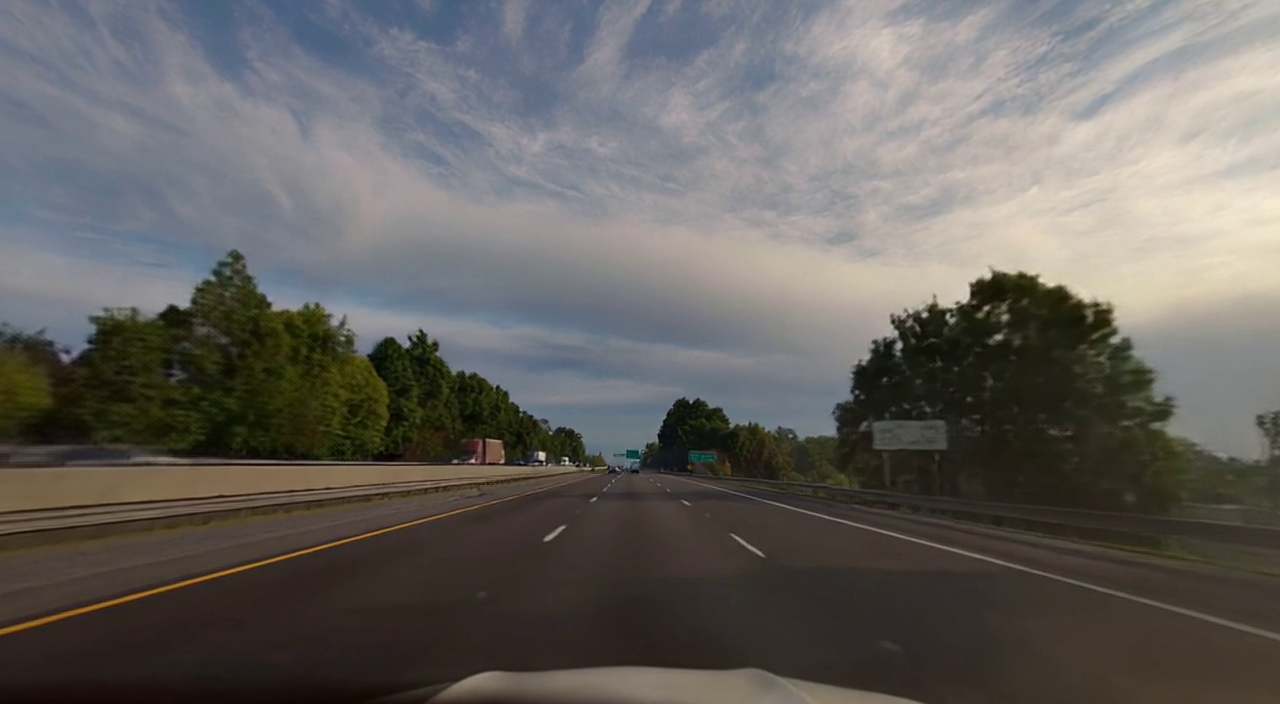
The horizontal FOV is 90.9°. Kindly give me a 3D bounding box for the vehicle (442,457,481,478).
[{"bbox_3d":[-12.738,8.298,45.250,1.760,1.422,3.593,1,-10,-1],"label":"vehicle"}]
